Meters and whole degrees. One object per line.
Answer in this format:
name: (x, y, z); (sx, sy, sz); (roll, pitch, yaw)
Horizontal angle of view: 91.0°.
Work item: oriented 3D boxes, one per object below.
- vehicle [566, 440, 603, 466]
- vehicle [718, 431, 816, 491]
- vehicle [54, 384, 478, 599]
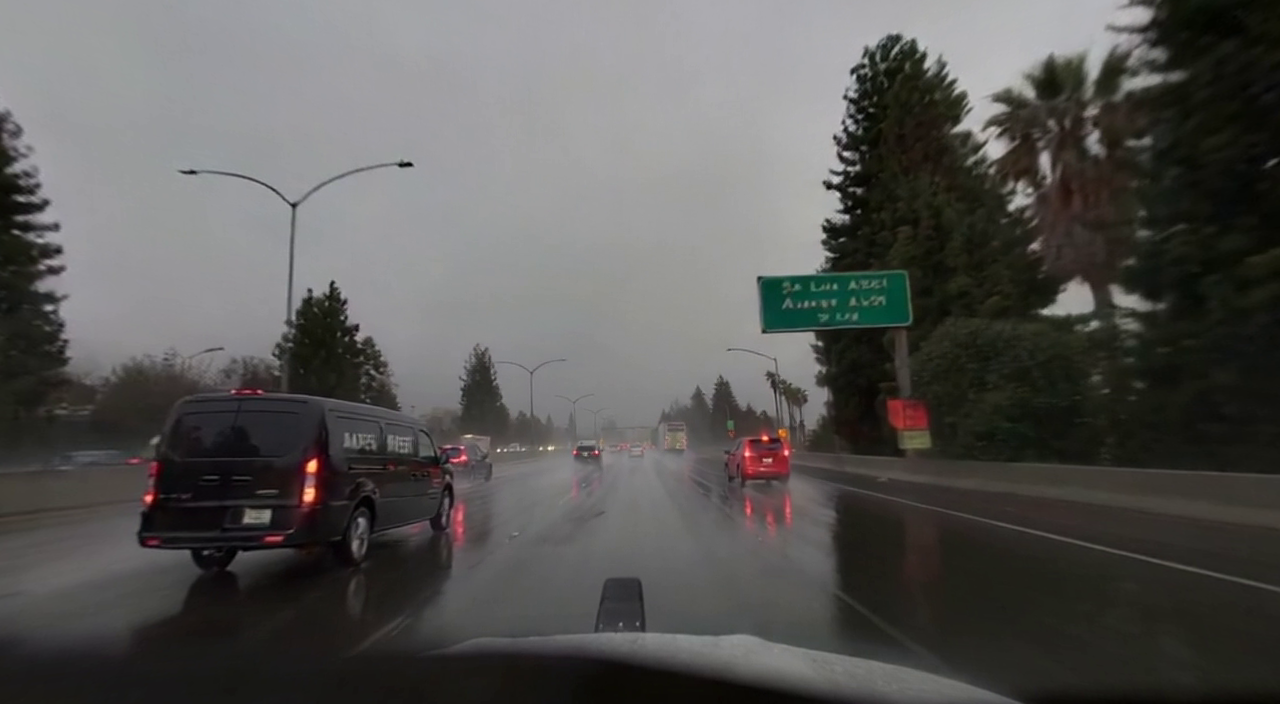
vehicle: (-3.671, 6.775, 42.322); (2.017, 1.683, 4.094); (0, -9, 1)
vehicle: (3.876, 3.434, 20.117); (2.124, 1.674, 4.494); (0, -9, -1)
vehicle: (-3.953, 1.613, 8.234); (2.215, 1.859, 5.375); (0, -9, 0)
